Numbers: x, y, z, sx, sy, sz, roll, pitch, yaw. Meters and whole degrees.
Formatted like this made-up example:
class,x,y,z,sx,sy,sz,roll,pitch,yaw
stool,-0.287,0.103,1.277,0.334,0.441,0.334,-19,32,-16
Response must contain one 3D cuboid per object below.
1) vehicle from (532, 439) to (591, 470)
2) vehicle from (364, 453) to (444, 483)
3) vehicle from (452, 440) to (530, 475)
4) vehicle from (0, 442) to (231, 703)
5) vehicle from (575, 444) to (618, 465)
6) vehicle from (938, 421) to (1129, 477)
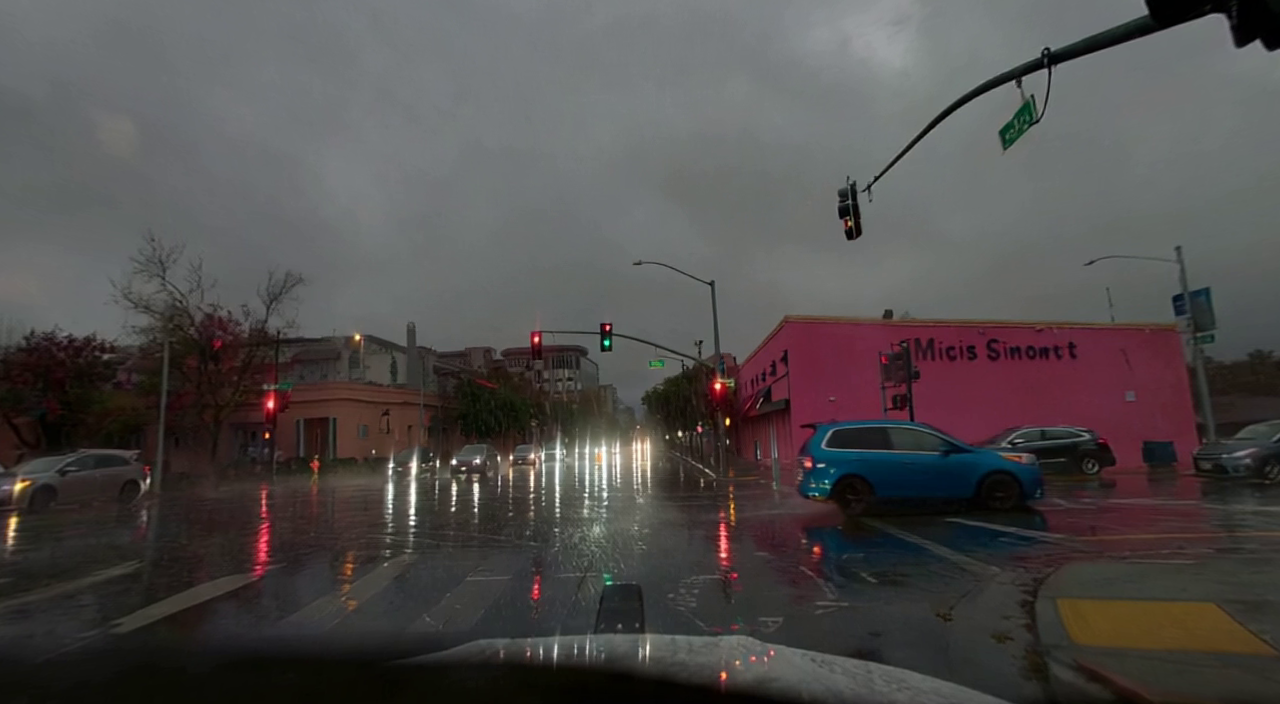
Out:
class,x,y,z,sx,sy,sz,roll,pitch,yaw
vehicle,-4.499,5.976,36.863,1.928,1.647,4.575,-2,-9,13
vehicle,-12.581,6.174,33.874,1.976,1.425,4.567,-1,-9,9
vehicle,-8.390,5.973,36.060,2.152,1.825,5.406,-2,-9,12
vehicle,-3.727,0.972,2.166,1.759,1.325,4.295,0,-9,0
vehicle,-3.009,7.183,44.148,1.743,1.362,4.350,-2,-9,14
vehicle,11.575,2.880,18.803,4.355,1.546,1.820,-1,-9,6
